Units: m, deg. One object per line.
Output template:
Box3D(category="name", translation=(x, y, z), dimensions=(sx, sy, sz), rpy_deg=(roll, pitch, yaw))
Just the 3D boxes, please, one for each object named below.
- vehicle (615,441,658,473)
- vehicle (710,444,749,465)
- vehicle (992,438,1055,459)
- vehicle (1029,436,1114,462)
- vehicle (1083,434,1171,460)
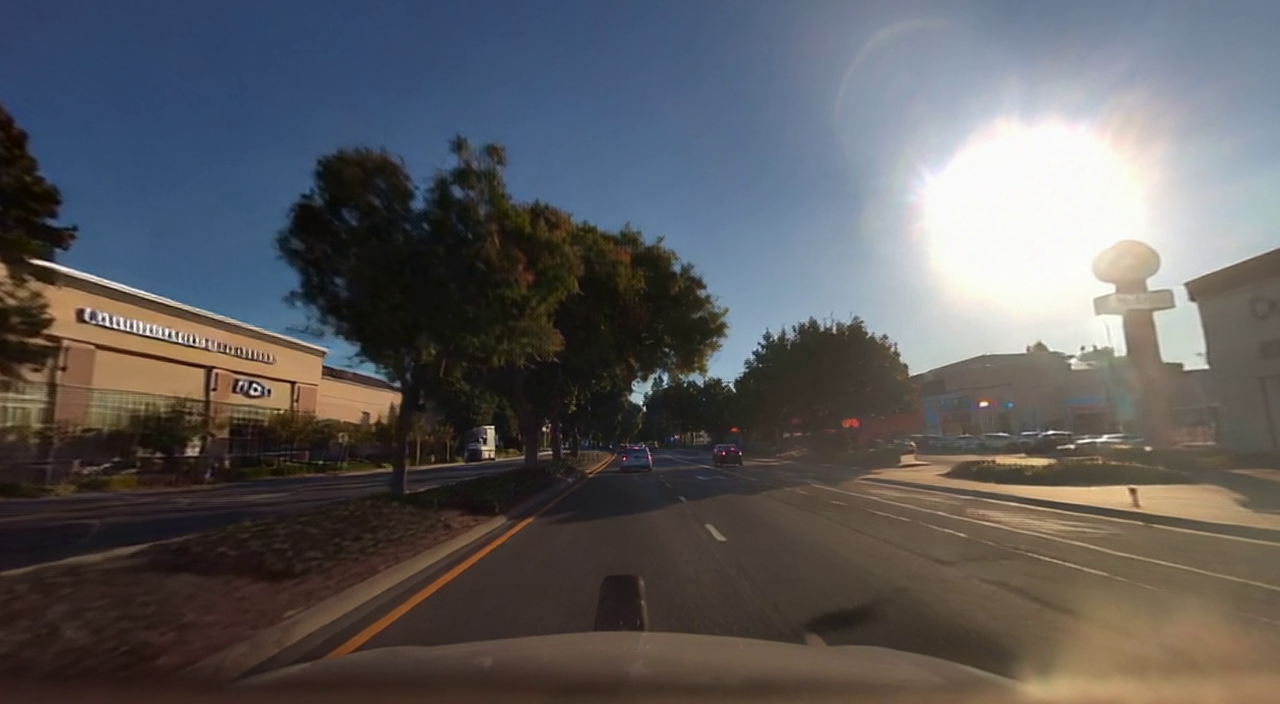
Box3D(category="vehicle", translation=(-0.240, 5.436, 32.948), dimensions=(2.072, 1.545, 4.578), rpy_deg=(0, -8, -2))
Box3D(category="vehicle", translation=(6.854, 7.901, 48.917), dimensions=(2.075, 1.475, 4.571), rpy_deg=(0, -9, -4))
Box3D(category="vehicle", translation=(26.836, 6.778, 44.406), dimensions=(1.761, 1.409, 4.353), rpy_deg=(0, -9, 1))
Box3D(category="vehicle", translation=(26.700, 5.990, 39.312), dimensions=(1.840, 1.446, 4.820), rpy_deg=(-2, -8, 0))
Box3D(category="vehicle", translation=(29.476, 5.792, 38.395), dimensions=(1.805, 1.481, 4.351), rpy_deg=(-1, -9, -1))
